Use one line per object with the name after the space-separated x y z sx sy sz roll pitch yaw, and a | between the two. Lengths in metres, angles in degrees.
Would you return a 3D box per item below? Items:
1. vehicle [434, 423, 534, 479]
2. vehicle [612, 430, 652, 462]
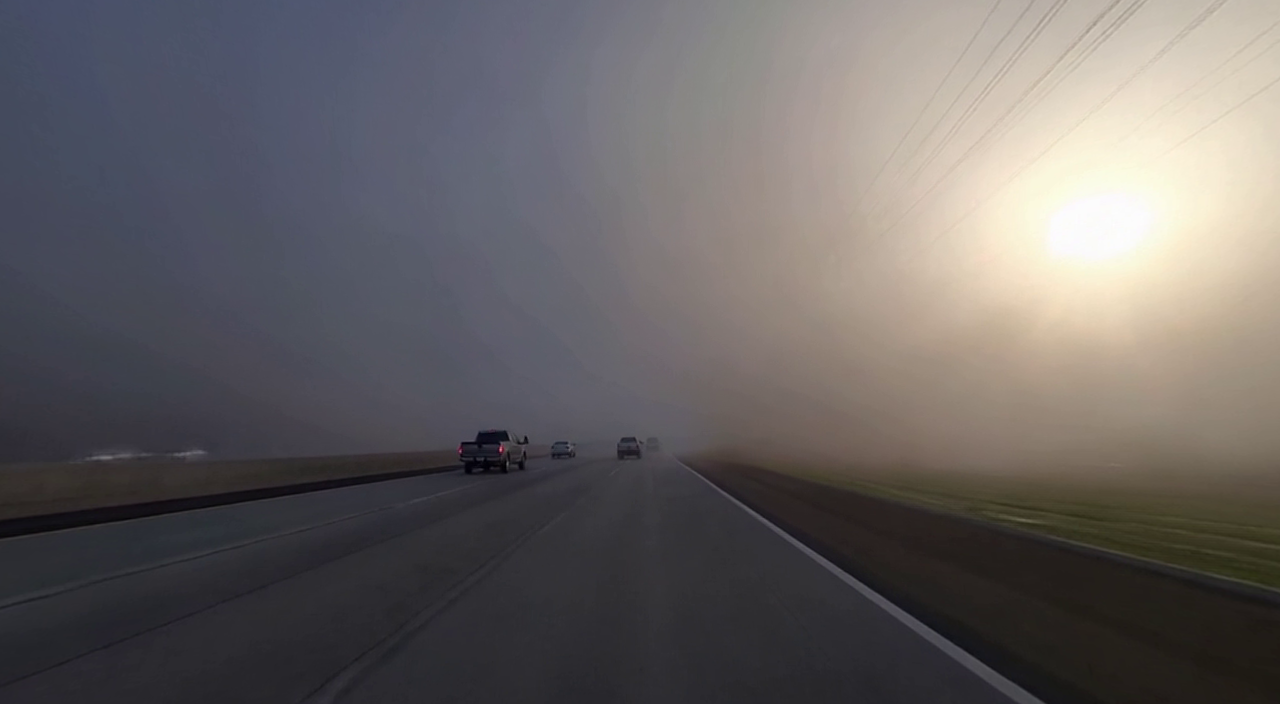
-6.273 4.096 26.379 2.460 1.992 6.474 -1 -8 1 | vehicle
-0.470 6.406 43.157 2.448 2.025 5.193 -1 -8 3 | vehicle
